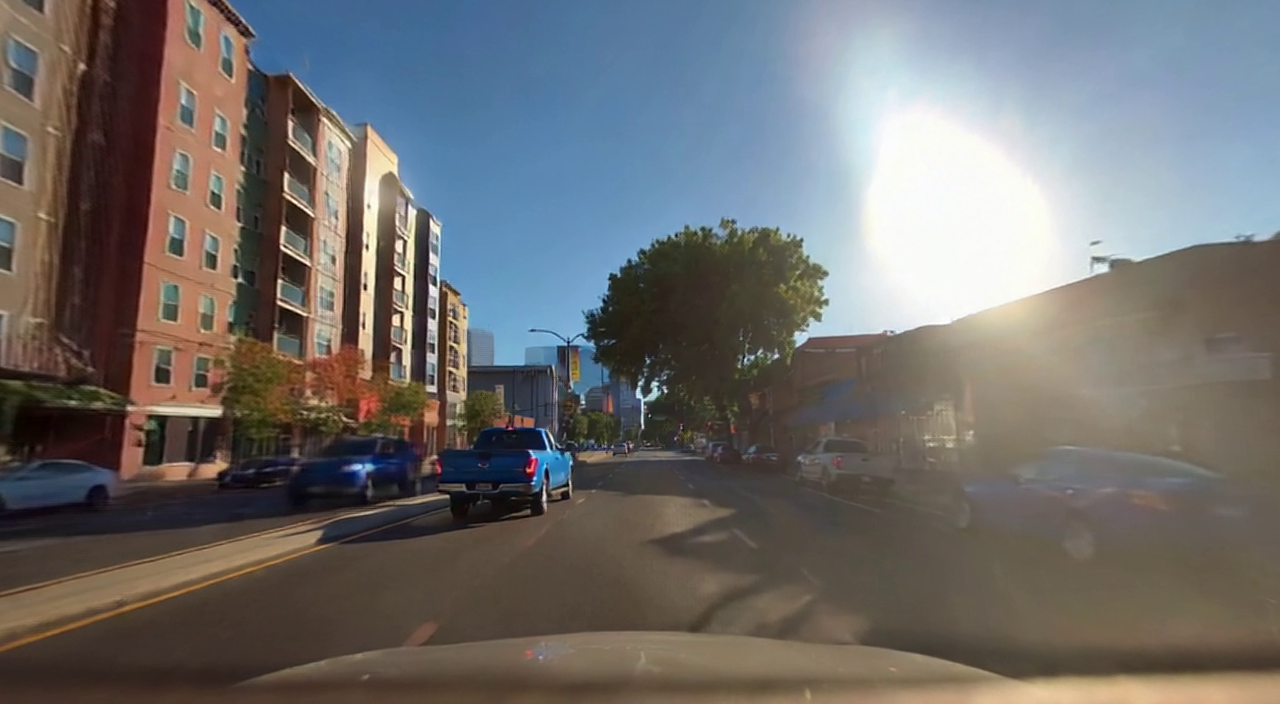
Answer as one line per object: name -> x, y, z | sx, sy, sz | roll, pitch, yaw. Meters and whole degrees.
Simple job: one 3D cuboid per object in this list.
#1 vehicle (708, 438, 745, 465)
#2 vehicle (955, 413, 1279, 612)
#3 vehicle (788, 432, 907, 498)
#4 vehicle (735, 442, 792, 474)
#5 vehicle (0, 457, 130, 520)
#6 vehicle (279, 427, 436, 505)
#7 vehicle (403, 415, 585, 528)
vehicle -> 6.264, 7.272, 45.969 | 2.043, 1.841, 4.842 | 0, -9, 0
vehicle -> 6.049, 1.729, 7.800 | 1.928, 1.679, 4.716 | 0, -9, 1
vehicle -> 6.095, 3.376, 19.213 | 2.018, 1.743, 4.529 | 0, -9, -1
vehicle -> 6.284, 5.443, 32.541 | 1.988, 1.514, 3.962 | 0, -9, -2
vehicle -> -16.214, 3.525, 16.538 | 1.814, 1.445, 4.566 | 0, -9, 1
vehicle -> -7.270, 2.977, 16.871 | 2.087, 1.779, 4.456 | 0, -9, 0
vehicle -> -2.574, 2.322, 12.808 | 2.197, 1.786, 5.365 | -1, -9, 3
